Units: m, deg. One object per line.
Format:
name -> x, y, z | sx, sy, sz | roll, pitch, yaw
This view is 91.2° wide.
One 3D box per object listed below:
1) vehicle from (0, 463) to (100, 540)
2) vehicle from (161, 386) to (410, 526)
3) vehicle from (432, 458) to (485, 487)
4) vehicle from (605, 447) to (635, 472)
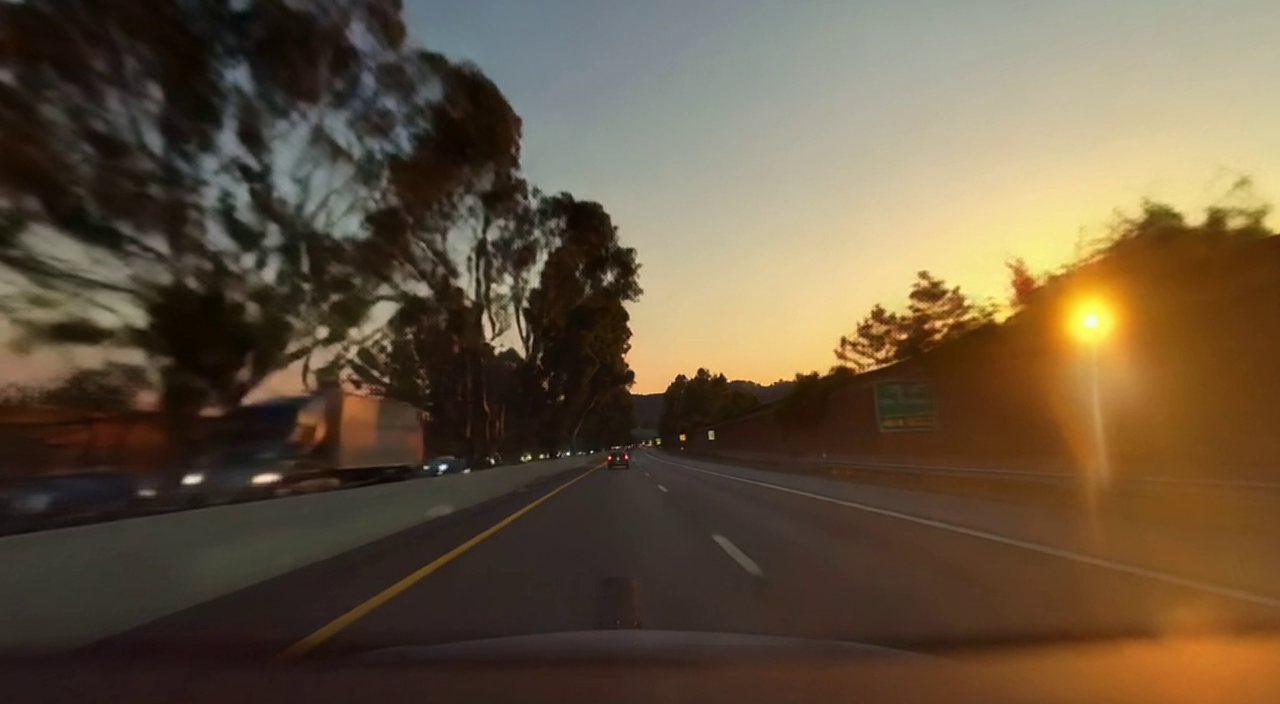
vehicle -> -13.847, 3.082, 12.836 | 1.829, 1.475, 4.197 | 0, -9, -1
vehicle -> -9.669, 3.021, 18.559 | 2.789, 3.216, 7.867 | 0, -9, -1
vehicle -> -10.014, 6.634, 34.831 | 1.848, 1.454, 3.922 | 0, -9, -1
vehicle -> -1.460, 7.926, 46.377 | 2.098, 1.692, 4.038 | 0, -9, -1
